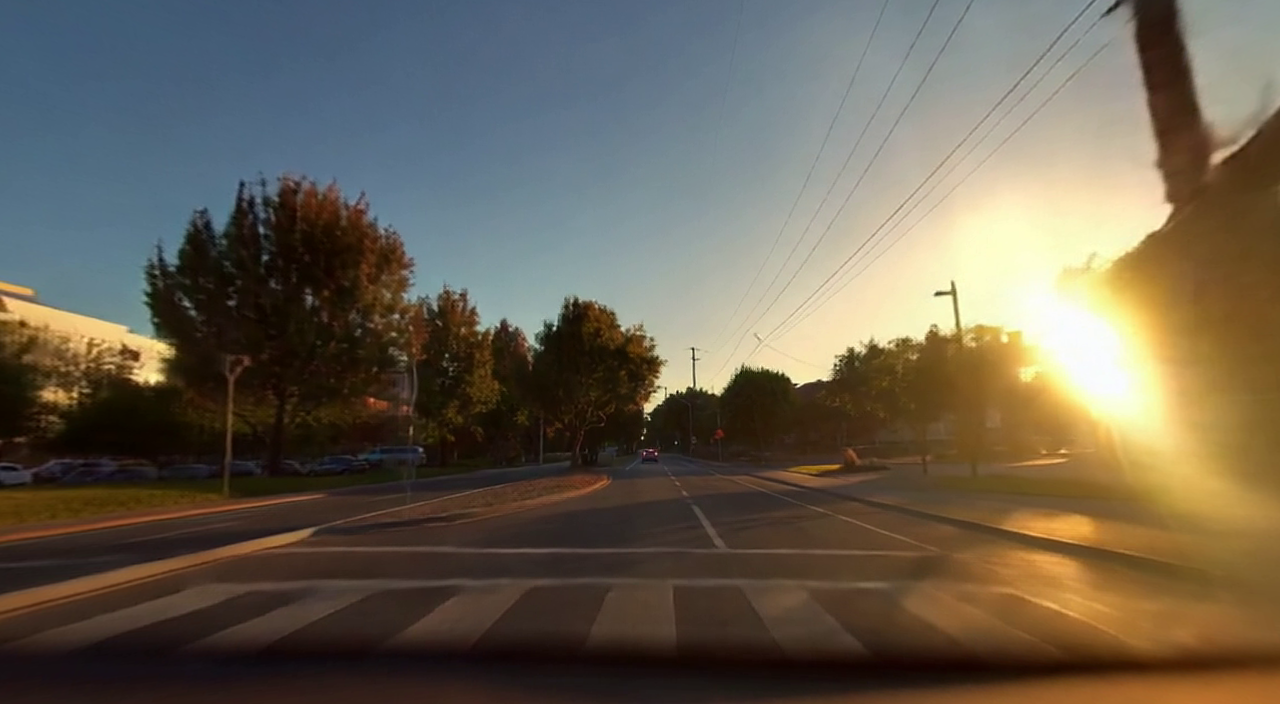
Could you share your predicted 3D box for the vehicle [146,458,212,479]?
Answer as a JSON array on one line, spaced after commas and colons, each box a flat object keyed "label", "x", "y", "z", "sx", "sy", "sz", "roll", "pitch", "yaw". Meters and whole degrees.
[{"label": "vehicle", "x": -35.916, "y": 9.053, "z": 49.229, "sx": 1.788, "sy": 1.470, "sz": 4.439, "roll": 0, "pitch": -9, "yaw": -1}]

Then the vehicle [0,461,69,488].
[{"label": "vehicle", "x": -49.537, "y": 9.678, "z": 49.950, "sx": 2.176, "sy": 1.931, "sz": 6.752, "roll": -1, "pitch": -9, "yaw": 1}]

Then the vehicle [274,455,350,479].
[{"label": "vehicle", "x": -22.680, "y": 7.950, "z": 43.691, "sx": 4.140, "sy": 1.556, "sz": 1.995, "roll": -1, "pitch": -9, "yaw": 3}]
